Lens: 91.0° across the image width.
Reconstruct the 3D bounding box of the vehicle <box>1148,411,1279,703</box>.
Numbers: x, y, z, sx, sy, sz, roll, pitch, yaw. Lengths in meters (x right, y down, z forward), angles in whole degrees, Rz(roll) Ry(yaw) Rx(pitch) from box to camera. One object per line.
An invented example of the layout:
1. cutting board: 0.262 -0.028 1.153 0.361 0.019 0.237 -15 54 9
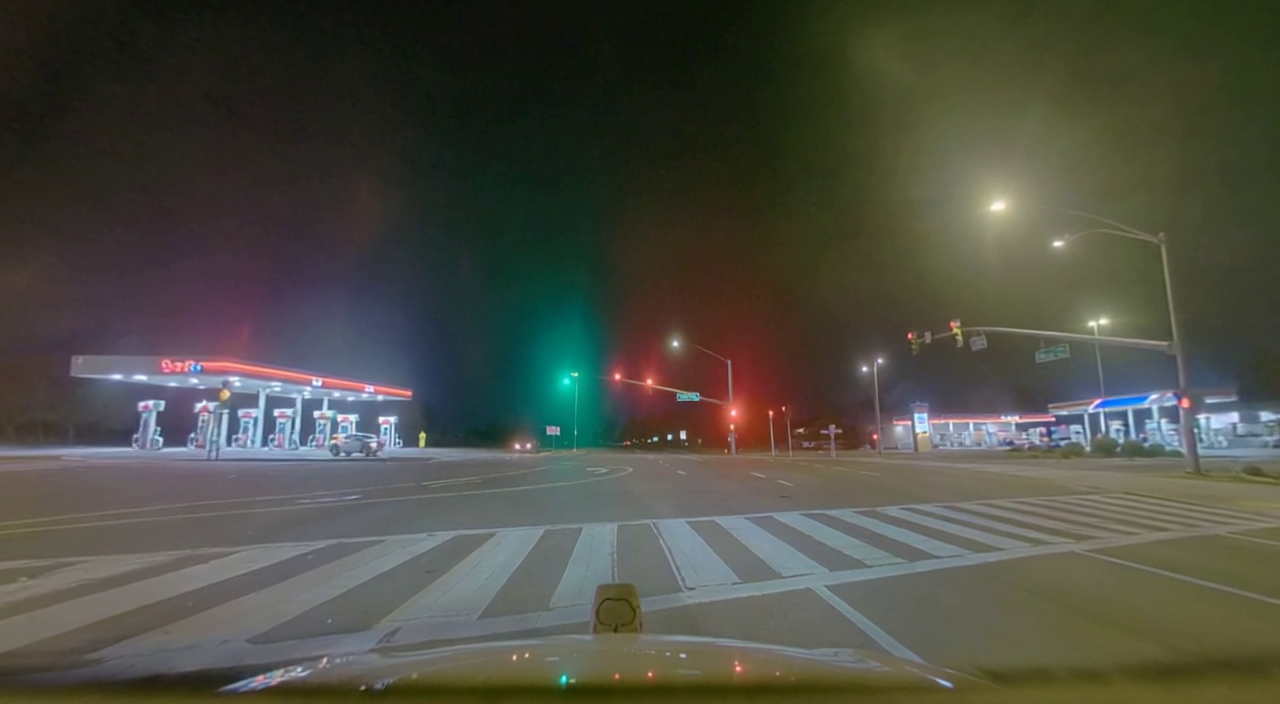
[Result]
1. vehicle: 3.316 0.680 0.547 2.023 1.437 4.477 0 -9 0
